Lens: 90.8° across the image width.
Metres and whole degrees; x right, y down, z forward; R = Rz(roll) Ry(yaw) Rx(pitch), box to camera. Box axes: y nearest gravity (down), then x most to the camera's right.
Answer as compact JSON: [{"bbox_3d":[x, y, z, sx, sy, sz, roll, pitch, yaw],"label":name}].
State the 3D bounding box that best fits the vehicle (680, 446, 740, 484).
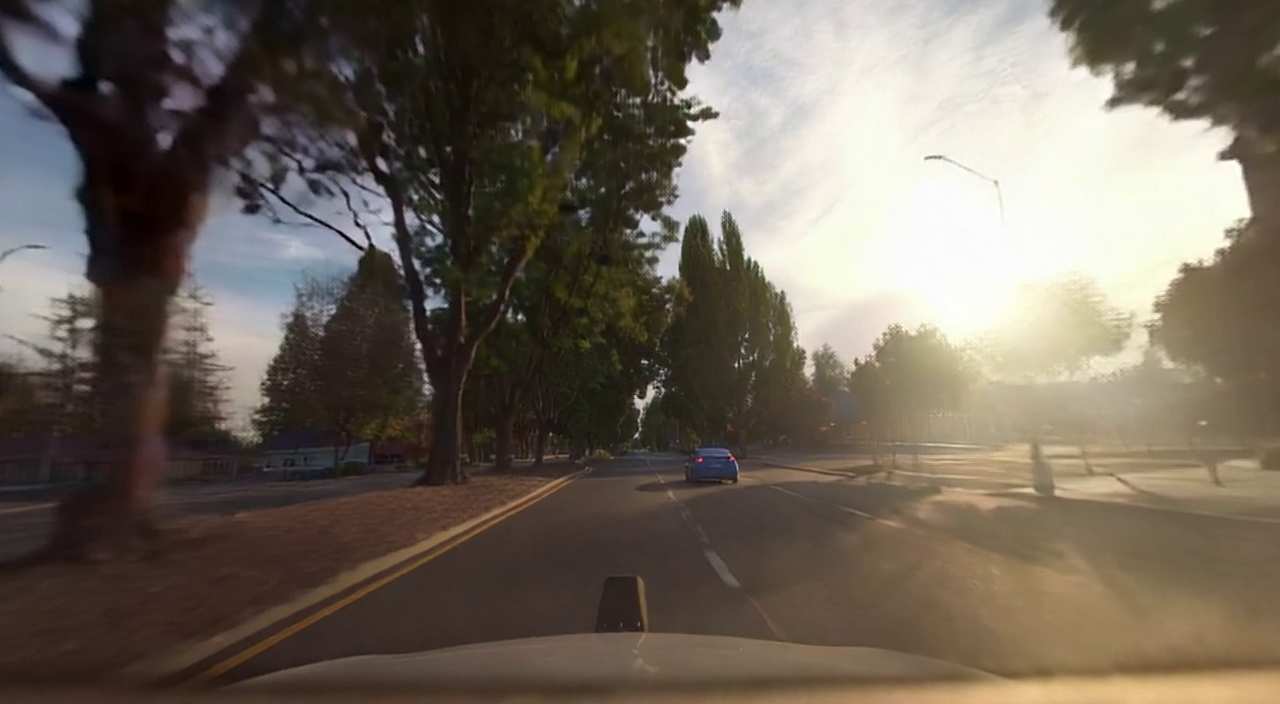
[{"bbox_3d":[2.802,4.659,26.394,1.929,1.411,4.284,0,-9,-1],"label":"vehicle"}]
